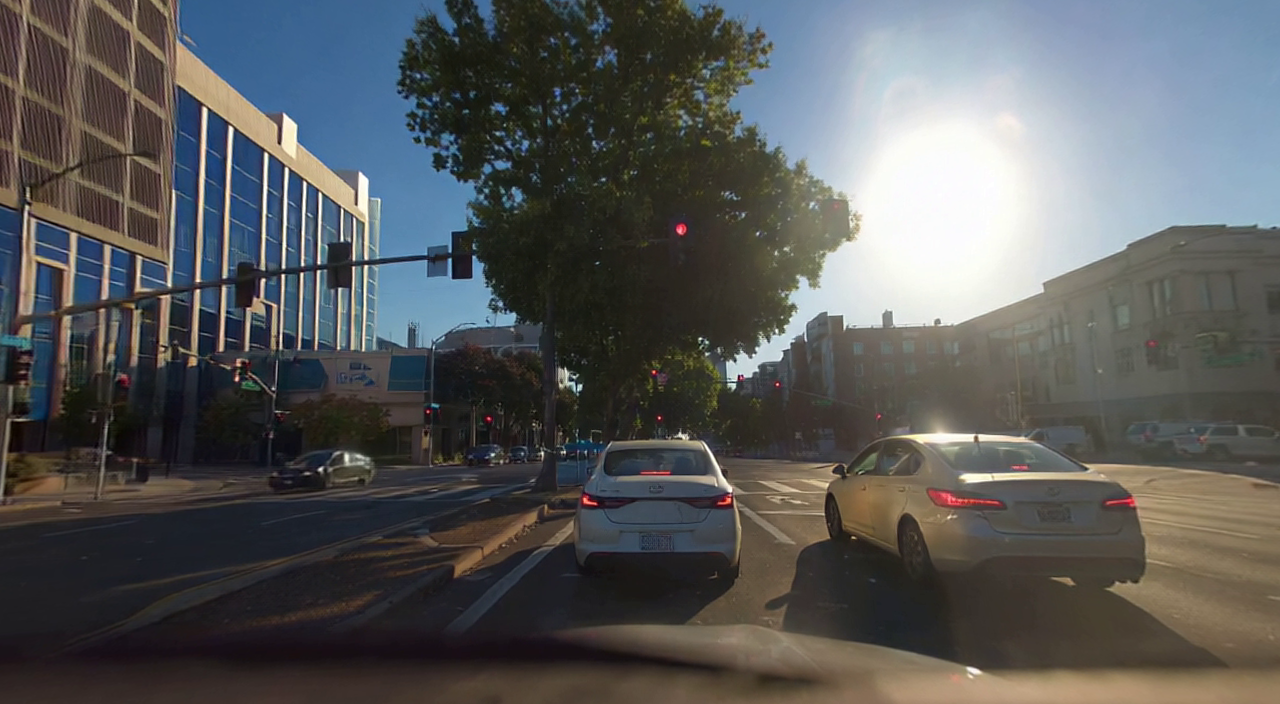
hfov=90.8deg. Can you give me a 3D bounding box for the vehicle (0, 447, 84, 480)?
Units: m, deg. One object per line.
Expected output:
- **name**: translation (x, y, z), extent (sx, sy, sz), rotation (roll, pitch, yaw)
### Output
- **vehicle**: translation (-35.513, 6.481, 36.807), extent (4.147, 1.873, 1.961), rotation (1, -9, -3)

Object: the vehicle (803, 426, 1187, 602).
- **vehicle**: translation (3.635, 1.735, 7.741), extent (2.018, 1.491, 4.544), rotation (0, -9, -1)

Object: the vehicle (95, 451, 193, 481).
- **vehicle**: translation (-26.667, 6.106, 34.043), extent (3.657, 1.528, 1.783), rotation (1, -9, -3)

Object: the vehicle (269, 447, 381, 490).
- **vehicle**: translation (-11.841, 4.395, 24.142), extent (1.922, 1.466, 4.422), rotation (0, -9, 1)

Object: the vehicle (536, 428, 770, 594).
- **vehicle**: translation (0.090, 1.734, 7.737), extent (2.087, 1.468, 4.014), rotation (0, -9, -1)

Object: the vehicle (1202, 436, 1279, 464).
- **vehicle**: translation (35.211, 5.631, 36.138), extent (4.190, 1.535, 1.998), rotation (0, -9, -1)

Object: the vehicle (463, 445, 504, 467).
- **vehicle**: translation (-12.078, 8.029, 48.912), extent (2.009, 1.642, 4.482), rotation (0, -9, 0)
